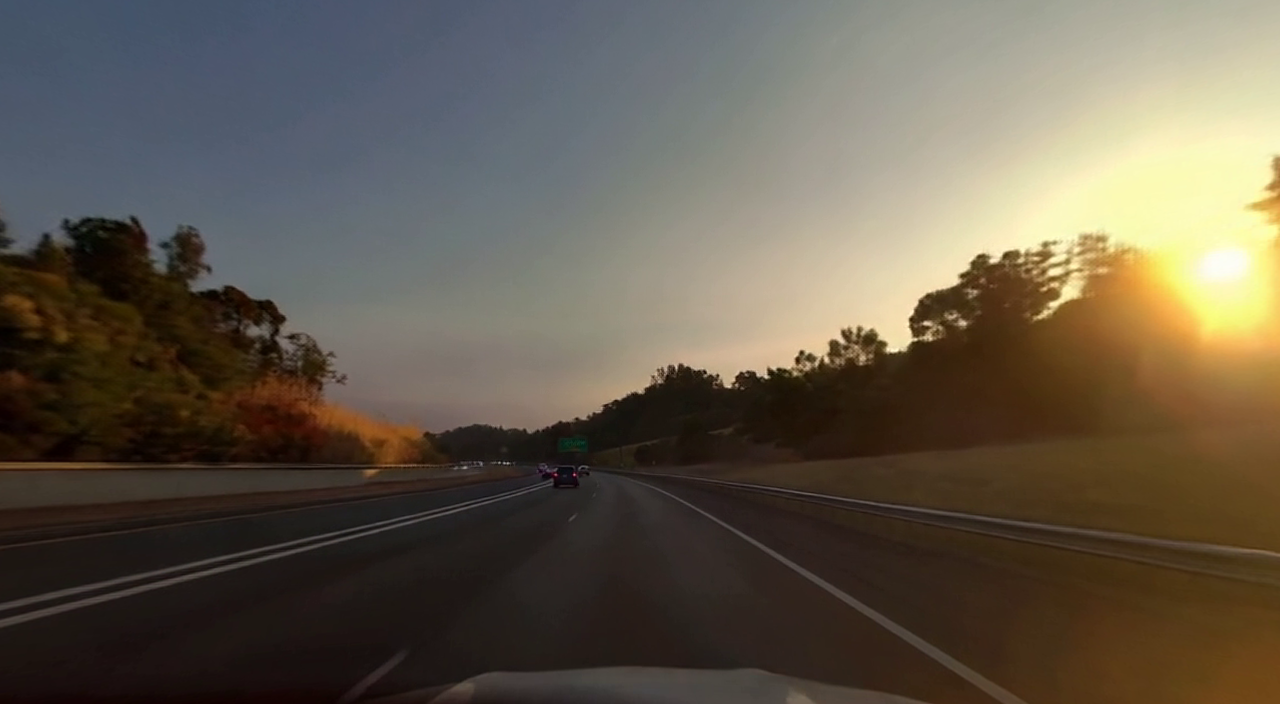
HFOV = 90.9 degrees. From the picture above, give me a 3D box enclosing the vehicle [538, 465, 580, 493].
[{"bbox_3d":[-4.868,7.715,38.377,2.115,1.546,4.638,1,-11,-2],"label":"vehicle"}]
